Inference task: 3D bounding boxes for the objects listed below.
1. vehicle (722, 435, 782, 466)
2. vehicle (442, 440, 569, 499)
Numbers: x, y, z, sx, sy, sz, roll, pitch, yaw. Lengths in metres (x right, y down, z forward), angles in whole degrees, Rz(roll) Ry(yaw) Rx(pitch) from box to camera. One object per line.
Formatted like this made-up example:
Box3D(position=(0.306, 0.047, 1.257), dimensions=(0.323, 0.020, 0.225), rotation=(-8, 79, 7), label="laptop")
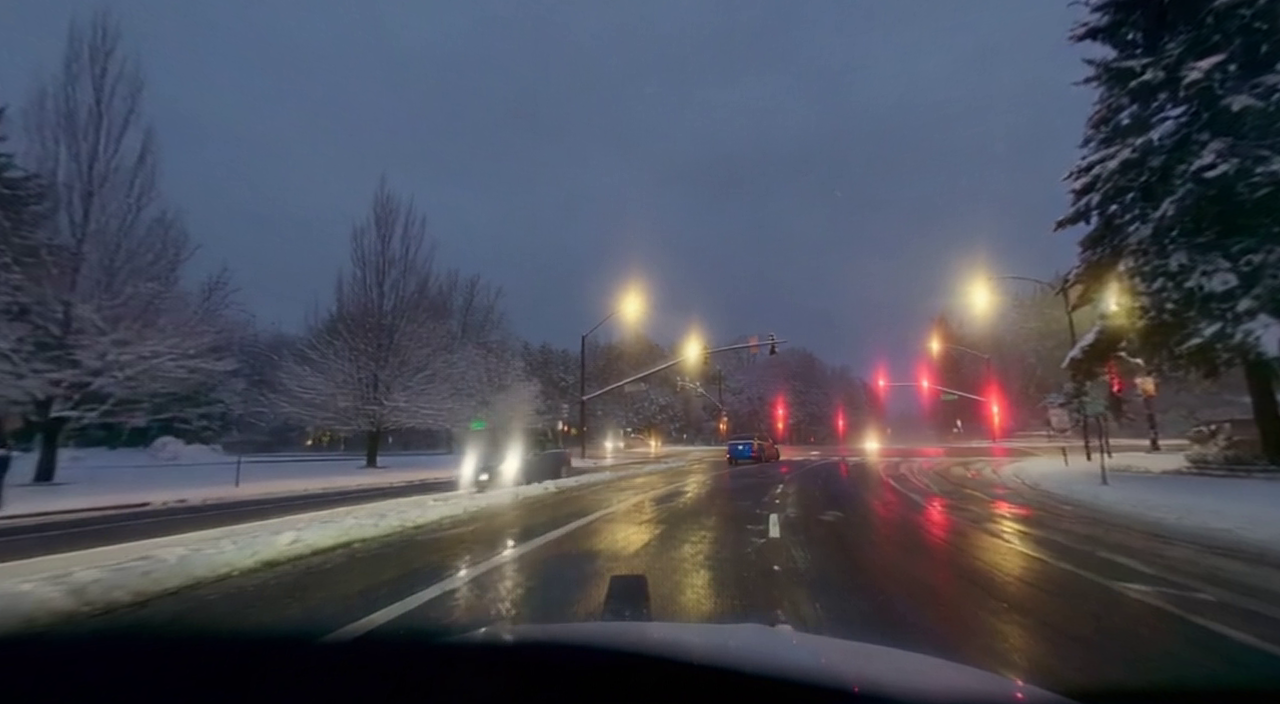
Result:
Box3D(position=(6.272, 5.448, 34.921), dimensions=(2.055, 1.573, 4.065), rotation=(-5, -10, 28), label="vehicle")
Box3D(position=(-3.934, 3.527, 19.396), dimensions=(1.983, 1.562, 4.652), rotation=(-2, -9, 13), label="vehicle")
